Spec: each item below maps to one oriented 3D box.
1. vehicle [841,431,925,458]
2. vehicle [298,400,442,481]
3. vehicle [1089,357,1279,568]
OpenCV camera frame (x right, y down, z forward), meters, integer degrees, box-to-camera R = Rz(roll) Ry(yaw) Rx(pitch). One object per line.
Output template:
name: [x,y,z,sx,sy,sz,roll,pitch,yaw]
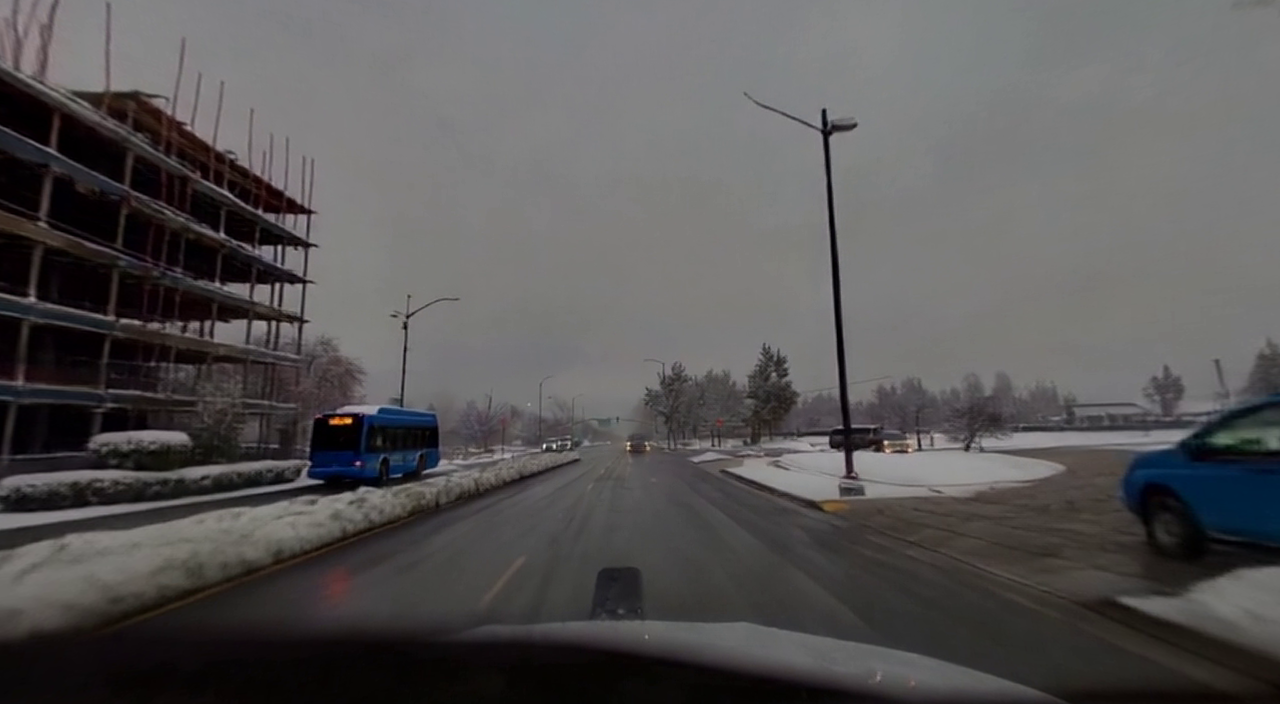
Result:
vehicle: [13.518,5.175,35.247,3.897,1.470,1.829,0,-9,-2]
vehicle: [-10.416,3.536,25.207,2.979,2.803,5.962,0,-8,1]
vehicle: [7.033,0.919,5.161,2.267,1.911,5.816,0,-8,-2]
